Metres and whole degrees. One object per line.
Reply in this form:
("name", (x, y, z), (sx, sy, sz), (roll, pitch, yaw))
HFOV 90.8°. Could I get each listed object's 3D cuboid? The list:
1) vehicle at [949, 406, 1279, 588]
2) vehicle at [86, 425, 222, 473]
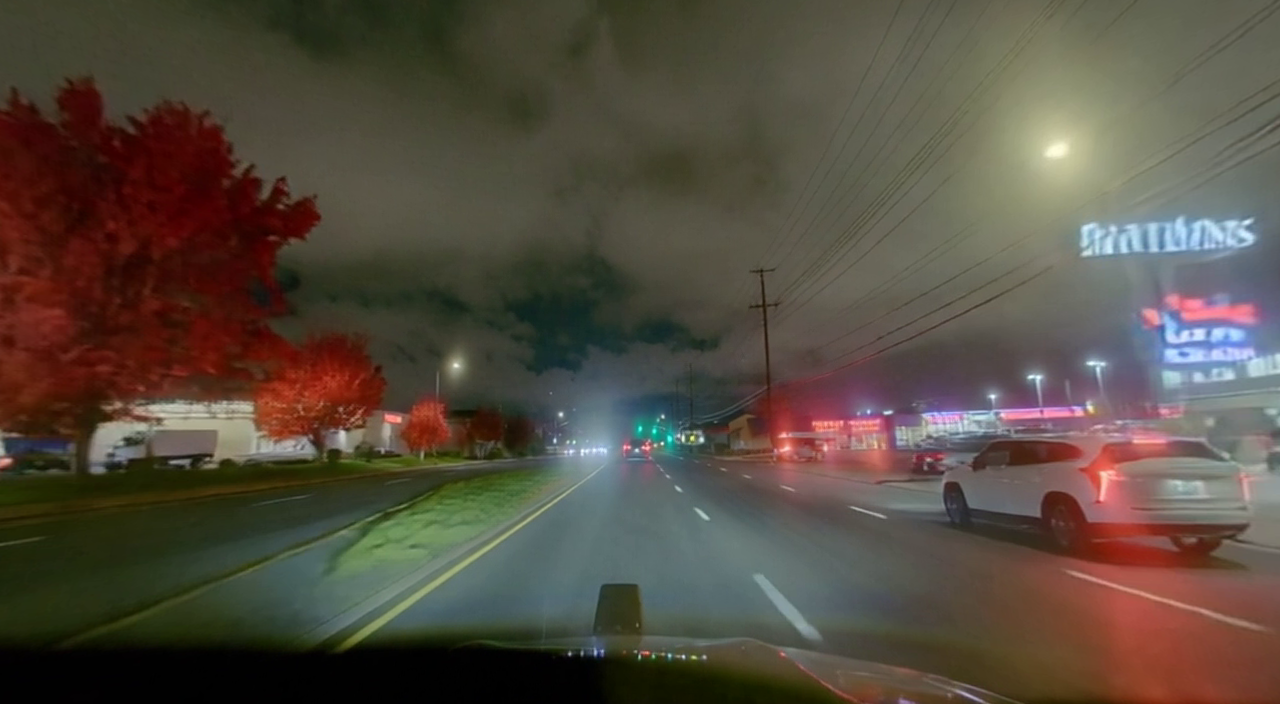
("vehicle", (6.219, 1.701, 8.280), (1.995, 1.705, 4.434), (0, -9, -1))
("vehicle", (-28.815, 5.760, 37.711), (5.851, 2.505, 2.504), (-1, -8, -9))
